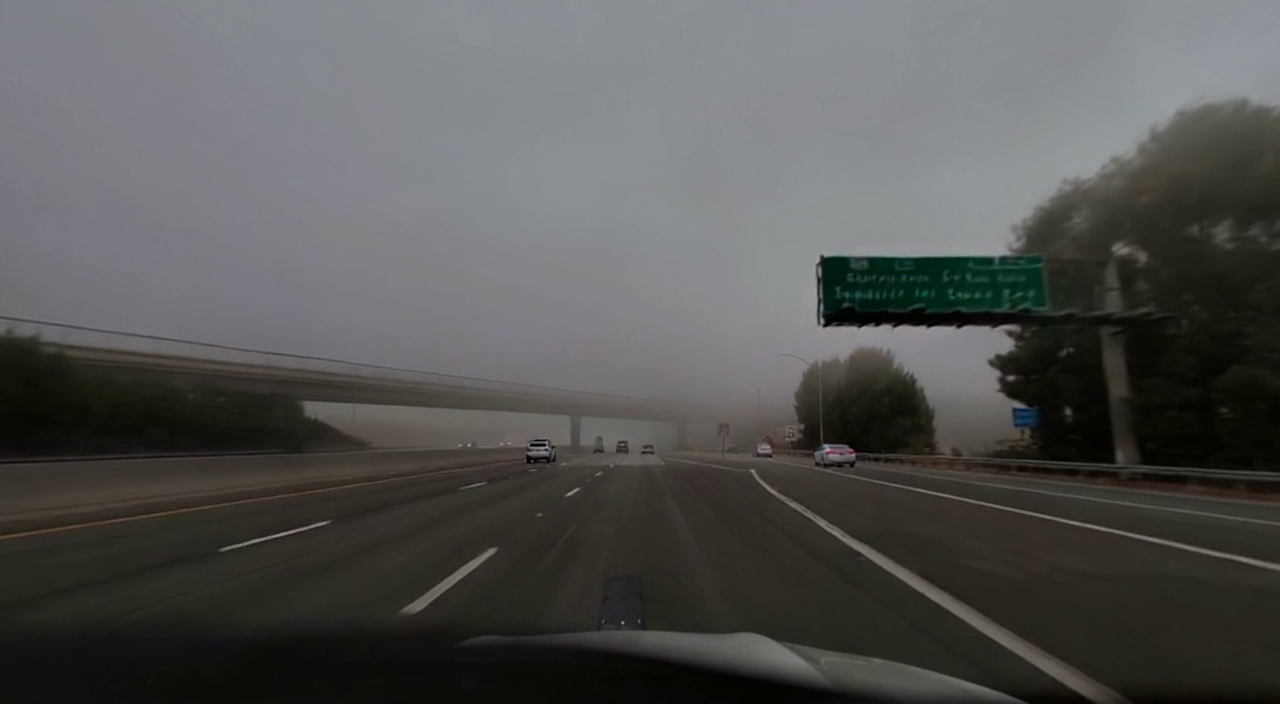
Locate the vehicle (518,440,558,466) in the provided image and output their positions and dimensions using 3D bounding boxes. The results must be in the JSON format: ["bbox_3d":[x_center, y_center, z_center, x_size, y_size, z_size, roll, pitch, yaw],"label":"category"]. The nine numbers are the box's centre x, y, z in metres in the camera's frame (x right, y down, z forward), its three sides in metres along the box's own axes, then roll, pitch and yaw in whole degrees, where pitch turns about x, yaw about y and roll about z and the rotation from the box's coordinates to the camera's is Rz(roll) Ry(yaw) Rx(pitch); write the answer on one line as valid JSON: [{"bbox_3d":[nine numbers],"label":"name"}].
[{"bbox_3d":[-6.850,6.811,42.557,1.935,1.633,3.955,0,-8,1],"label":"vehicle"}]
